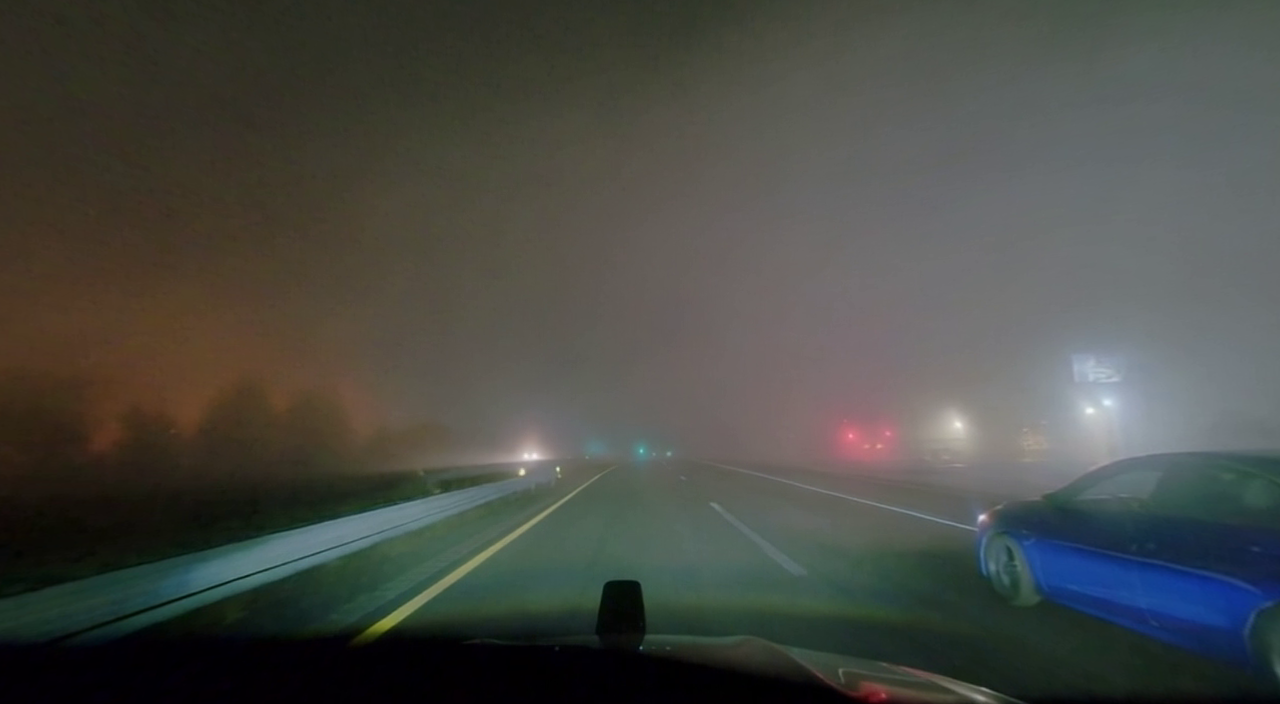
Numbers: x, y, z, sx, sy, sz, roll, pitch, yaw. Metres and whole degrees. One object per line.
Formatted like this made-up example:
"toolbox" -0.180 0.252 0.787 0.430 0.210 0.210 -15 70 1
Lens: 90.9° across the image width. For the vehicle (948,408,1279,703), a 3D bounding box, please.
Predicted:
"vehicle" 4.172 1.149 3.949 2.053 1.490 4.799 0 -8 0
